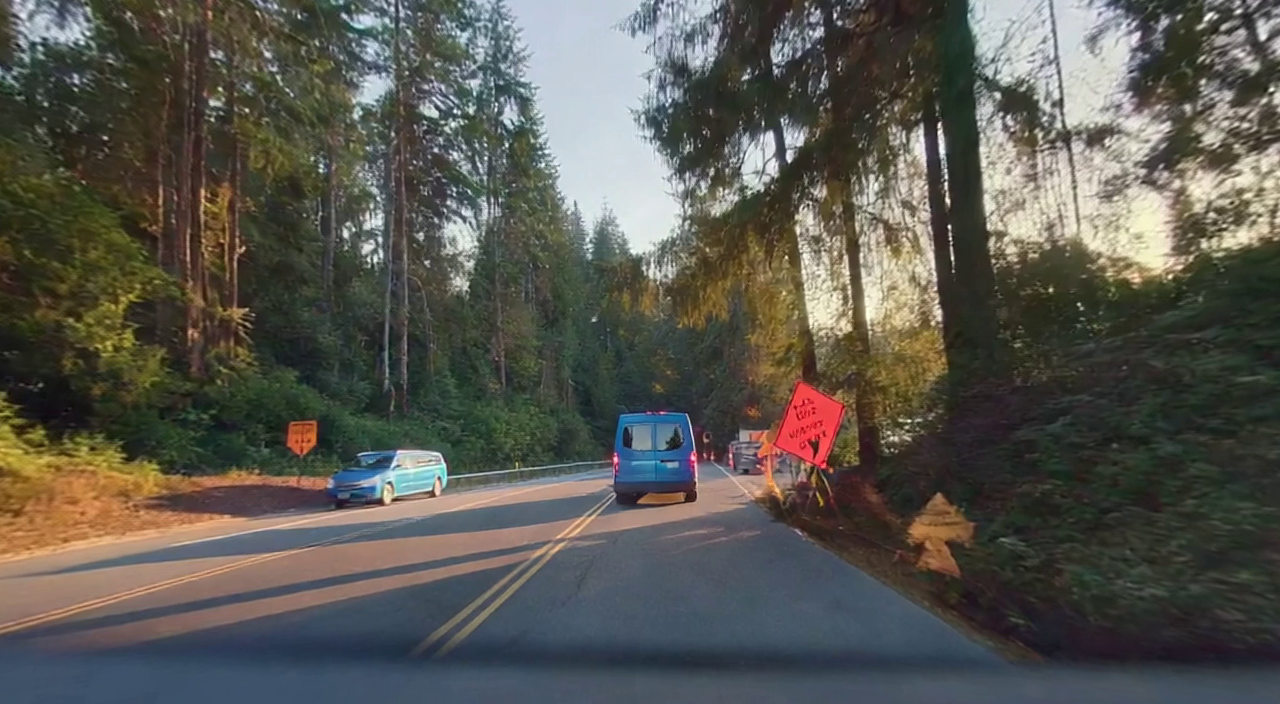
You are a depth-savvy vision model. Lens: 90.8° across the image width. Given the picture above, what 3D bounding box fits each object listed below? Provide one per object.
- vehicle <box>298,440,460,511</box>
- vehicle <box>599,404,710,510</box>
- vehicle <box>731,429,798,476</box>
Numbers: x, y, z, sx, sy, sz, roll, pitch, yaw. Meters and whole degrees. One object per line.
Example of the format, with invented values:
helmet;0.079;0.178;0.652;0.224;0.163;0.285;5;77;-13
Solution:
vehicle;-7.628;3.647;19.380;2.055;1.809;5.906;-1;-9;4
vehicle;0.499;2.605;15.984;2.362;2.247;4.892;-1;-9;5
vehicle;6.018;4.963;31.586;2.833;2.033;7.668;-1;-9;8
